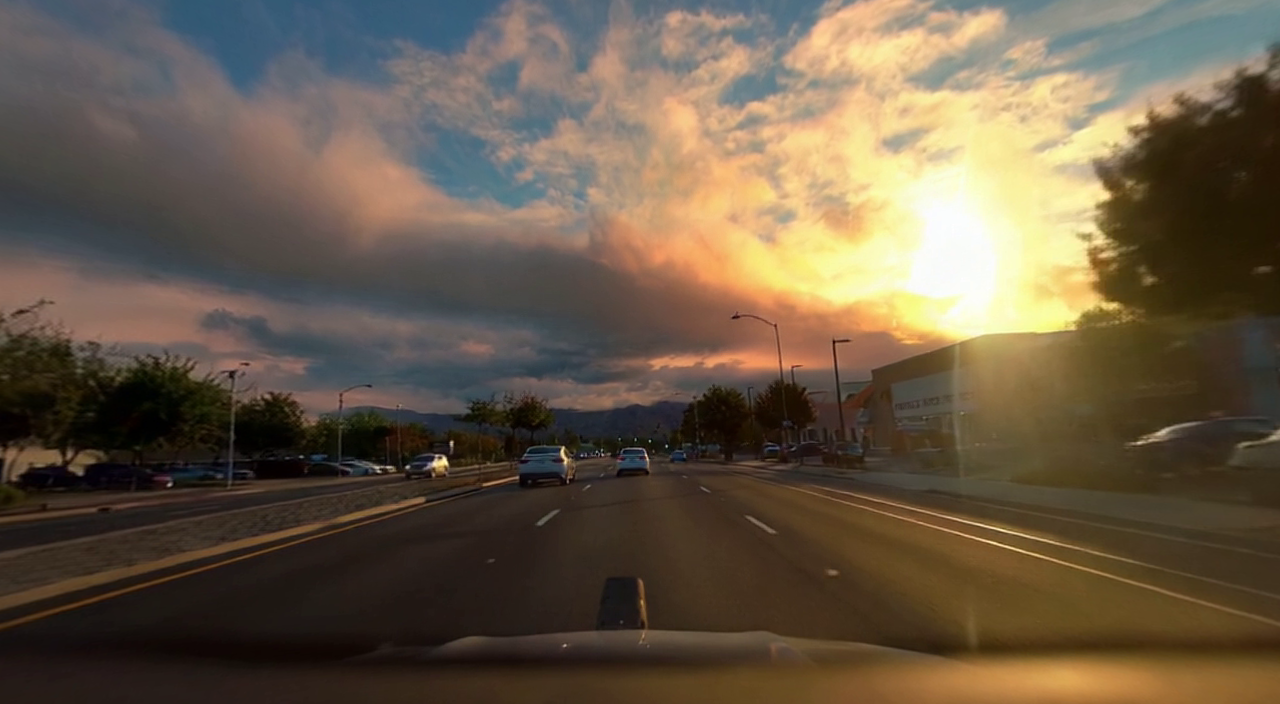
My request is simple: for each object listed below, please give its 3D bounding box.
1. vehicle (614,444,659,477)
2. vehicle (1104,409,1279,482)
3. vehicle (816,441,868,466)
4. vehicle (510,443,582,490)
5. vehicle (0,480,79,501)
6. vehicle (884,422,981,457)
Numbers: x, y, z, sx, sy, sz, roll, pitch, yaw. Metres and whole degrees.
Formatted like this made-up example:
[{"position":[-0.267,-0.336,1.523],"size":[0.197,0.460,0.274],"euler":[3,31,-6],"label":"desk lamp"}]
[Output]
[{"position":[-0.178,5.195,30.405],"size":[2.019,1.459,4.005],"euler":[0,-9,0],"label":"vehicle"},{"position":[14.456,2.288,15.476],"size":[4.464,1.643,2.001],"euler":[0,-9,-1],"label":"vehicle"},{"position":[13.181,6.651,41.398],"size":[1.914,1.523,4.747],"euler":[-1,-9,2],"label":"vehicle"},{"position":[-3.283,4.068,22.790],"size":[1.939,1.496,4.309],"euler":[0,-9,0],"label":"vehicle"},{"position":[-45.245,10.434,47.437],"size":[4.184,1.450,1.871],"euler":[-1,-9,1],"label":"vehicle"},{"position":[19.876,5.999,43.085],"size":[5.511,2.262,2.351],"euler":[-2,-9,14],"label":"vehicle"}]
